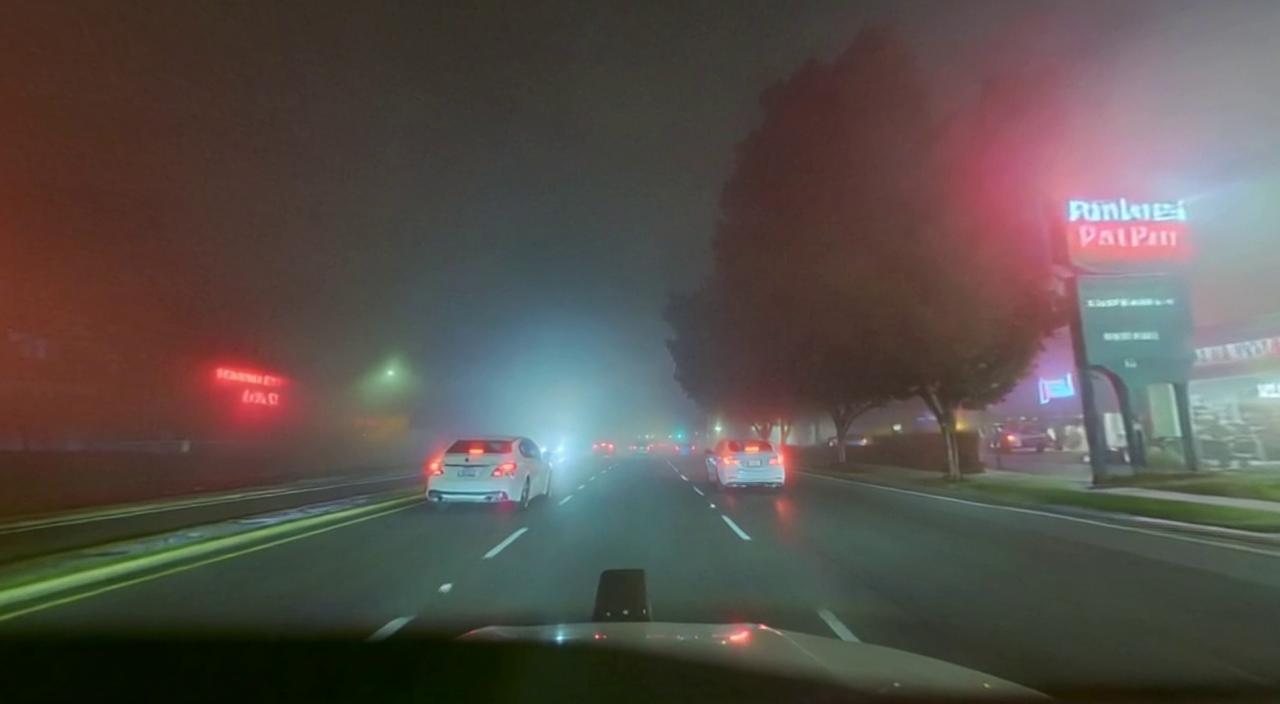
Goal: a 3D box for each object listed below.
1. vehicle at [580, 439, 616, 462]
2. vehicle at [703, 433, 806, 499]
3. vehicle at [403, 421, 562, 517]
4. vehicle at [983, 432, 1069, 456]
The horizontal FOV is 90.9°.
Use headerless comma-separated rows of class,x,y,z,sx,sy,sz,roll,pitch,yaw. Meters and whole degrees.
vehicle,-2.803,6.674,42.713,2.040,1.471,4.211,0,-8,2
vehicle,2.876,2.960,16.794,1.946,1.513,4.133,0,-8,0
vehicle,-3.035,2.400,13.463,2.032,1.639,5.037,0,-8,1
vehicle,29.385,7.012,48.056,5.166,1.792,1.944,-1,-8,3
